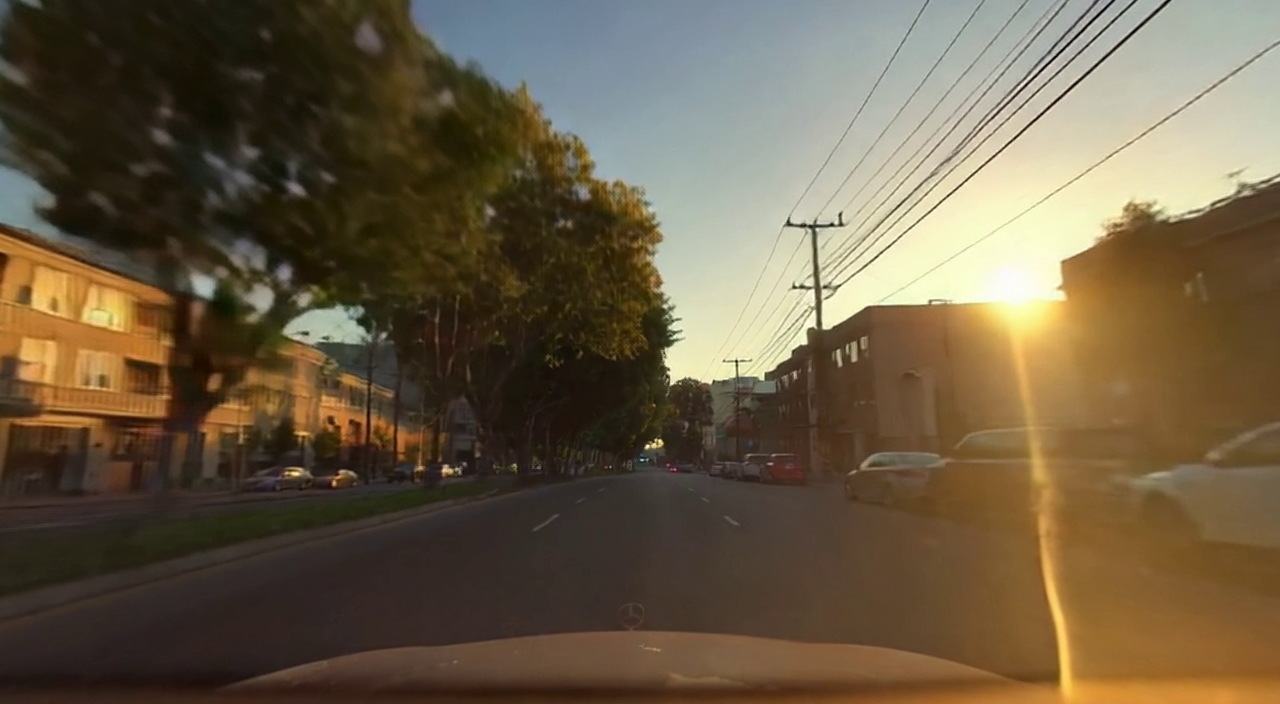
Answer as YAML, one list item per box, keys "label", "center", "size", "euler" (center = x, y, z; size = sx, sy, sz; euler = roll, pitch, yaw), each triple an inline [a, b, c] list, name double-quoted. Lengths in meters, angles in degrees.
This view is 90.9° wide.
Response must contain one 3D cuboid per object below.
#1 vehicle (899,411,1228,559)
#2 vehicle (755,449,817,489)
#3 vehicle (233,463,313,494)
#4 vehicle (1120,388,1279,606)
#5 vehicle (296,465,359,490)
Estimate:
- label: "vehicle"
  center: [6.701, 2.148, 11.012]
  size: [2.163, 1.949, 5.158]
  euler: [0, -8, 0]
- label: "vehicle"
  center: [7.198, 5.768, 31.539]
  size: [1.998, 1.819, 4.621]
  euler: [0, -8, 1]
- label: "vehicle"
  center: [-22.215, 7.669, 38.373]
  size: [1.966, 1.595, 4.719]
  euler: [0, -8, 1]
- label: "vehicle"
  center: [6.728, 1.179, 4.868]
  size: [2.148, 1.904, 4.910]
  euler: [0, -8, 0]
- label: "vehicle"
  center: [-22.048, 8.868, 44.678]
  size: [1.921, 1.508, 4.738]
  euler: [0, -8, 1]
